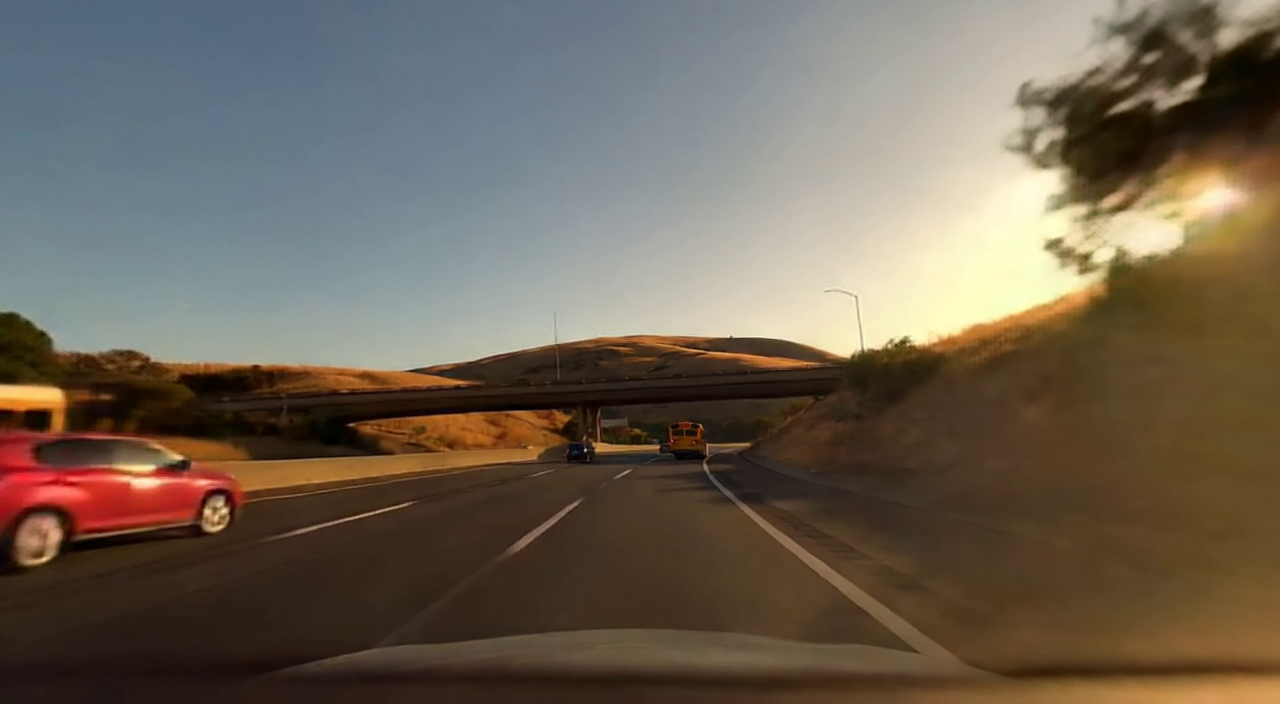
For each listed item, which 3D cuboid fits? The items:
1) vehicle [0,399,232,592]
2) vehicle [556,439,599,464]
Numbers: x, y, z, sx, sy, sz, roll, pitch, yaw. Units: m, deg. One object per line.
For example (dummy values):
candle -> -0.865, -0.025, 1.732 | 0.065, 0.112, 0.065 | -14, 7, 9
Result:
vehicle -> -6.722, 1.364, 6.221 | 2.172, 1.689, 4.625 | 0, -8, 2
vehicle -> -4.410, 7.072, 44.996 | 2.106, 1.704, 4.637 | -1, -9, 7
